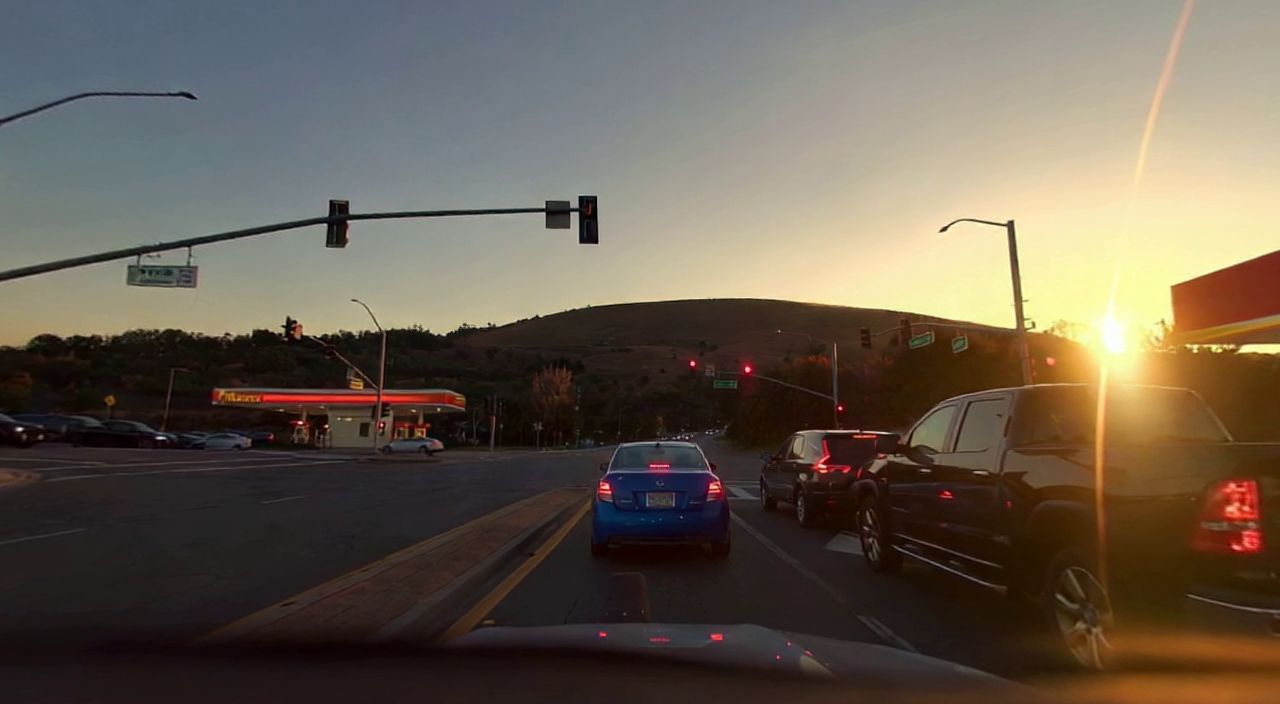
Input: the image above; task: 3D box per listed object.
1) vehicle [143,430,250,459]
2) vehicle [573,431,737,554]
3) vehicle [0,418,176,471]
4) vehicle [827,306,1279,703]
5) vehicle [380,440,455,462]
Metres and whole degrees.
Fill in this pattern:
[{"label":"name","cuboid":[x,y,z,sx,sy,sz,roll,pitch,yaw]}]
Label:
[{"label":"vehicle","cuboid":[-23.233,4.869,33.160,4.326,1.420,1.798,-1,-8,4]},{"label":"vehicle","cuboid":[0.191,2.028,9.784,2.027,1.494,3.824,0,-8,0]},{"label":"vehicle","cuboid":[-19.221,3.200,21.819,4.742,1.720,2.107,-1,-8,6]},{"label":"vehicle","cuboid":[3.536,1.150,4.918,2.277,1.871,6.143,0,-8,0]},{"label":"vehicle","cuboid":[-15.760,6.980,44.766,4.528,1.460,1.963,7,-11,-40]}]
